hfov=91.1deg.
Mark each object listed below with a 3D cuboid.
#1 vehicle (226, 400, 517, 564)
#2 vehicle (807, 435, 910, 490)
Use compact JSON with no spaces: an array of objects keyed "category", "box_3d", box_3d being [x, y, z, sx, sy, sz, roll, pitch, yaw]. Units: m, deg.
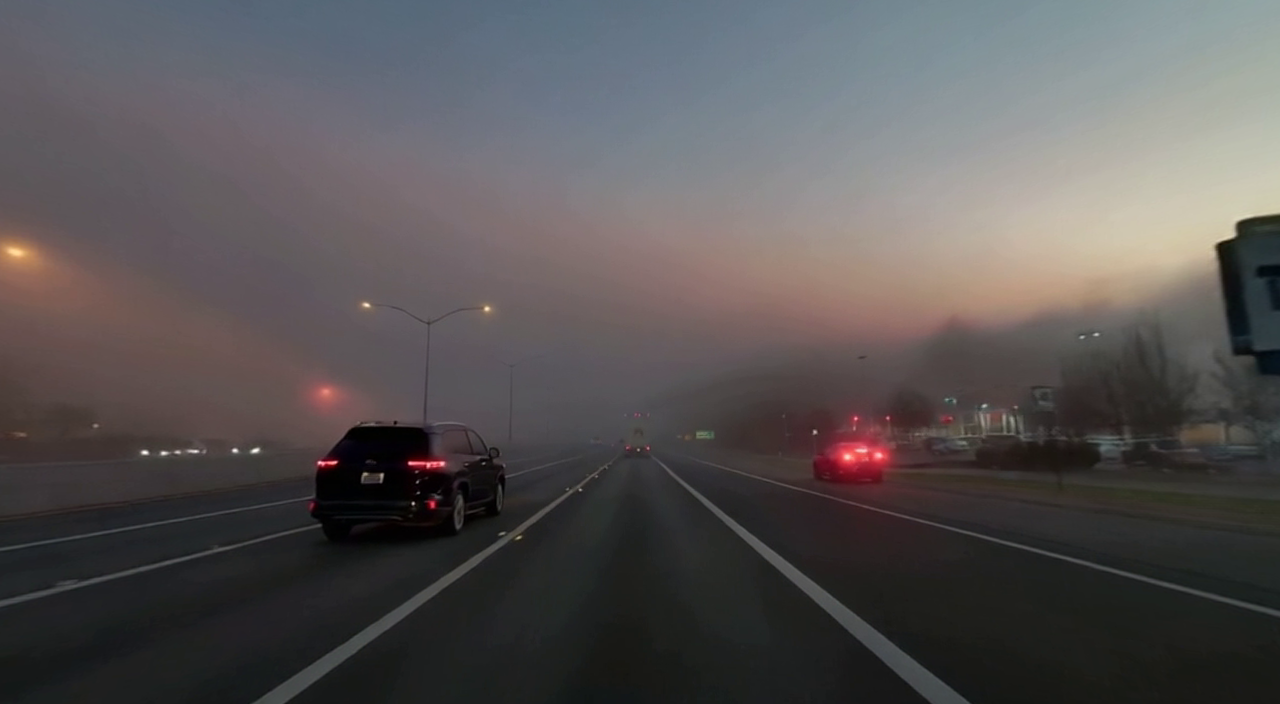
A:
[{"category":"vehicle","box_3d":[-3.496,1.826,9.559,2.178,1.826,4.933,0,-9,1]},{"category":"vehicle","box_3d":[7.289,3.716,21.467,1.958,1.681,4.109,0,-9,-1]}]
